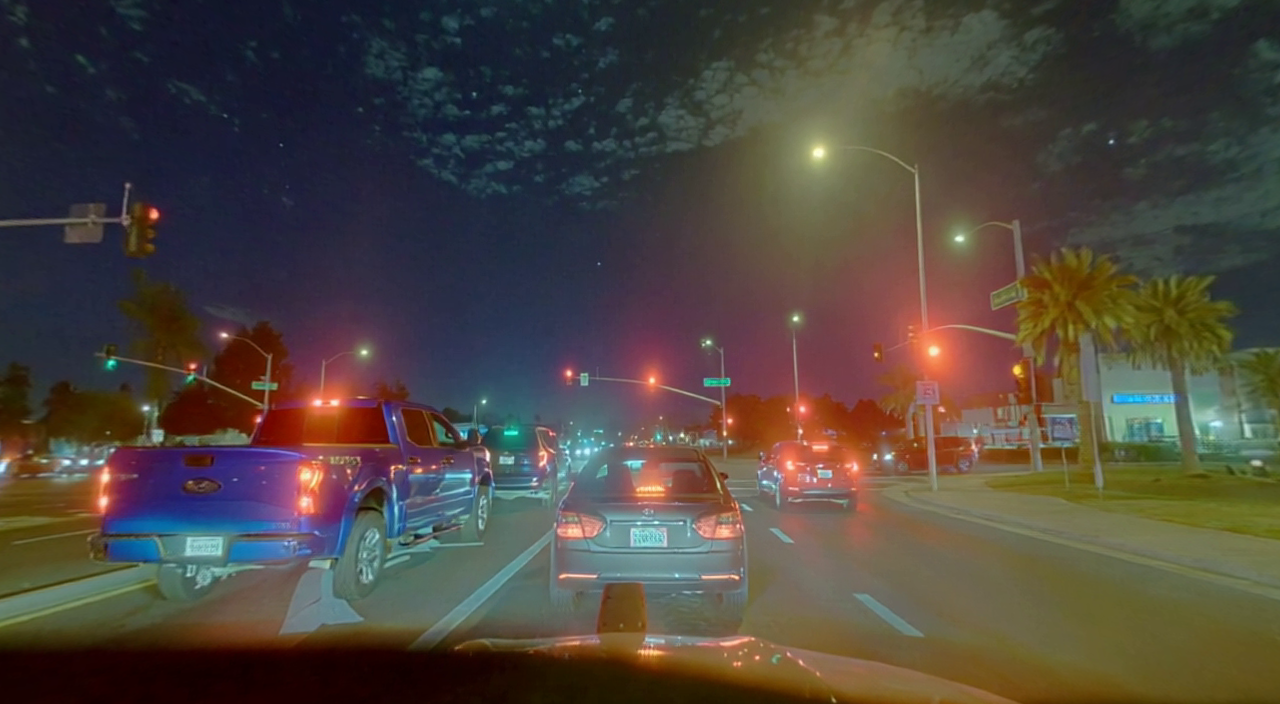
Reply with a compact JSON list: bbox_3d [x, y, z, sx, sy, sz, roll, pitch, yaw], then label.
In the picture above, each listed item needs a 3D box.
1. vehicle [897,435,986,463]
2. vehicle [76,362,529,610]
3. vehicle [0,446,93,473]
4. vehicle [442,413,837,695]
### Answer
[{"bbox_3d":[18.801,6.067,39.305,4.466,1.717,1.963,0,-8,2],"label":"vehicle"},{"bbox_3d":[-3.228,1.477,7.917,2.330,1.969,5.626,-1,-8,3],"label":"vehicle"},{"bbox_3d":[-37.093,6.636,38.855,4.576,1.617,1.937,0,-8,2],"label":"vehicle"},{"bbox_3d":[0.030,1.398,5.531,2.122,1.501,4.152,0,-8,1],"label":"vehicle"}]
